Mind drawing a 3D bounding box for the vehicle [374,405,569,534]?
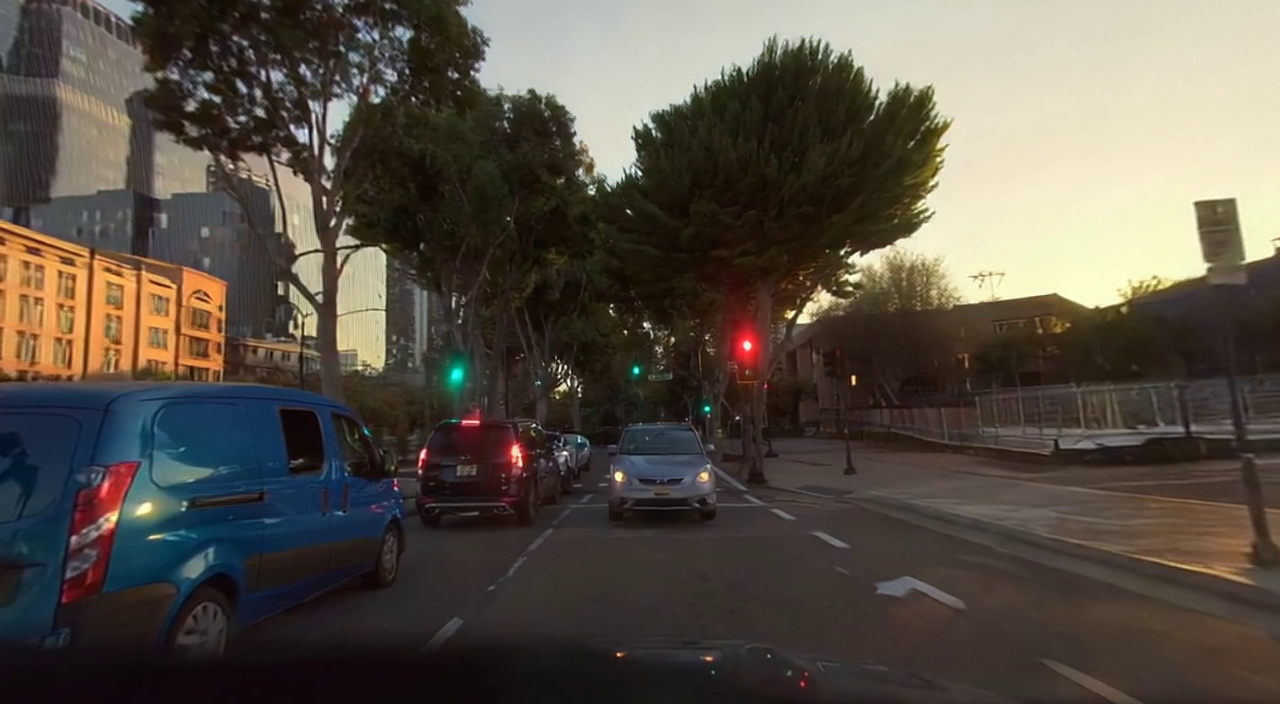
[{"bbox_3d":[-2.633,1.997,11.224,2.124,1.799,4.587,0,-8,1],"label":"vehicle"}]

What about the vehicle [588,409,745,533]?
[{"bbox_3d":[0.389,1.960,10.883,2.205,1.727,3.917,0,-8,1],"label":"vehicle"}]

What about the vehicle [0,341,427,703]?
[{"bbox_3d":[-3.159,1.088,4.484,1.940,1.722,3.823,0,-8,0],"label":"vehicle"}]
